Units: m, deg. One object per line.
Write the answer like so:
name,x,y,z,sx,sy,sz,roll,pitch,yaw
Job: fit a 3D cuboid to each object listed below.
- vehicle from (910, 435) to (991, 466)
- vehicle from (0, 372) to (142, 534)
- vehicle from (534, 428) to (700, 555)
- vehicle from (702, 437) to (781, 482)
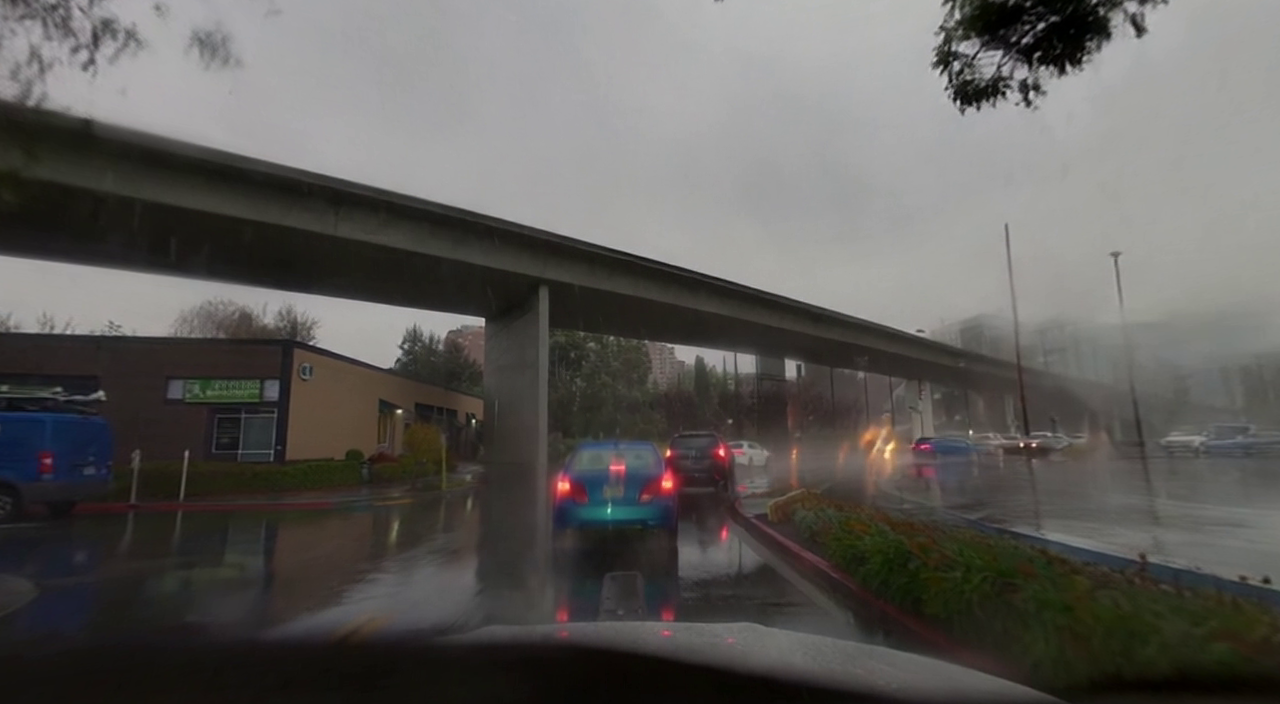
vehicle,19.242,6.095,39.188,4.425,1.828,2.032,4,-9,-24
vehicle,-13.512,1.920,12.228,5.356,2.762,2.644,0,-8,1
vehicle,-0.213,2.106,10.329,2.087,1.578,4.652,0,-8,2
vehicle,4.456,4.591,27.328,1.995,1.762,4.310,-5,-10,28
